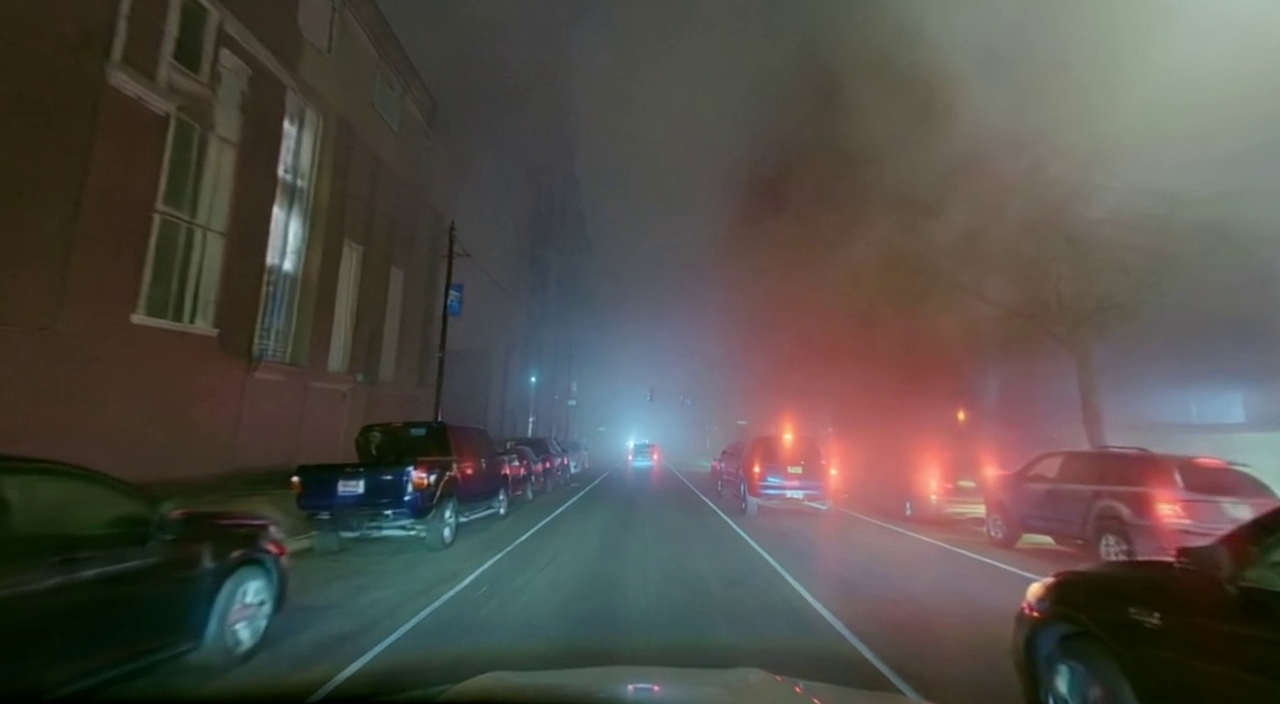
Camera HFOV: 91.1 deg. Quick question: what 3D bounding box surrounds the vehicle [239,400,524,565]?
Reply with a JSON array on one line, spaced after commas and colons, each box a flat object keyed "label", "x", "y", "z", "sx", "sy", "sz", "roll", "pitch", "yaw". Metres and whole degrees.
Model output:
[{"label": "vehicle", "x": -3.414, "y": 1.856, "z": 9.815, "sx": 2.142, "sy": 1.832, "sz": 5.373, "roll": 0, "pitch": -8, "yaw": 0}]

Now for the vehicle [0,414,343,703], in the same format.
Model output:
[{"label": "vehicle", "x": -3.453, "y": 1.014, "z": 2.613, "sx": 1.972, "sy": 1.471, "sz": 4.795, "roll": 0, "pitch": -8, "yaw": 2}]

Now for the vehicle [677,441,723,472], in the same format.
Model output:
[{"label": "vehicle", "x": 3.053, "y": 5.442, "z": 32.914, "sx": 1.966, "sy": 1.475, "sz": 4.528, "roll": 0, "pitch": -8, "yaw": 0}]

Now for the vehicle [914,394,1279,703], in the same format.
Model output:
[{"label": "vehicle", "x": 2.471, "y": 0.774, "z": 0.908, "sx": 2.080, "sy": 1.495, "sz": 4.591, "roll": 0, "pitch": -8, "yaw": 0}]

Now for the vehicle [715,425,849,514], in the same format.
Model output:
[{"label": "vehicle", "x": 3.028, "y": 2.624, "z": 14.529, "sx": 2.002, "sy": 1.707, "sz": 4.547, "roll": 0, "pitch": -8, "yaw": 0}]

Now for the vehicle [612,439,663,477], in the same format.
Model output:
[{"label": "vehicle", "x": -0.110, "y": 4.497, "z": 26.881, "sx": 2.007, "sy": 1.460, "sz": 3.923, "roll": 0, "pitch": -8, "yaw": 0}]
